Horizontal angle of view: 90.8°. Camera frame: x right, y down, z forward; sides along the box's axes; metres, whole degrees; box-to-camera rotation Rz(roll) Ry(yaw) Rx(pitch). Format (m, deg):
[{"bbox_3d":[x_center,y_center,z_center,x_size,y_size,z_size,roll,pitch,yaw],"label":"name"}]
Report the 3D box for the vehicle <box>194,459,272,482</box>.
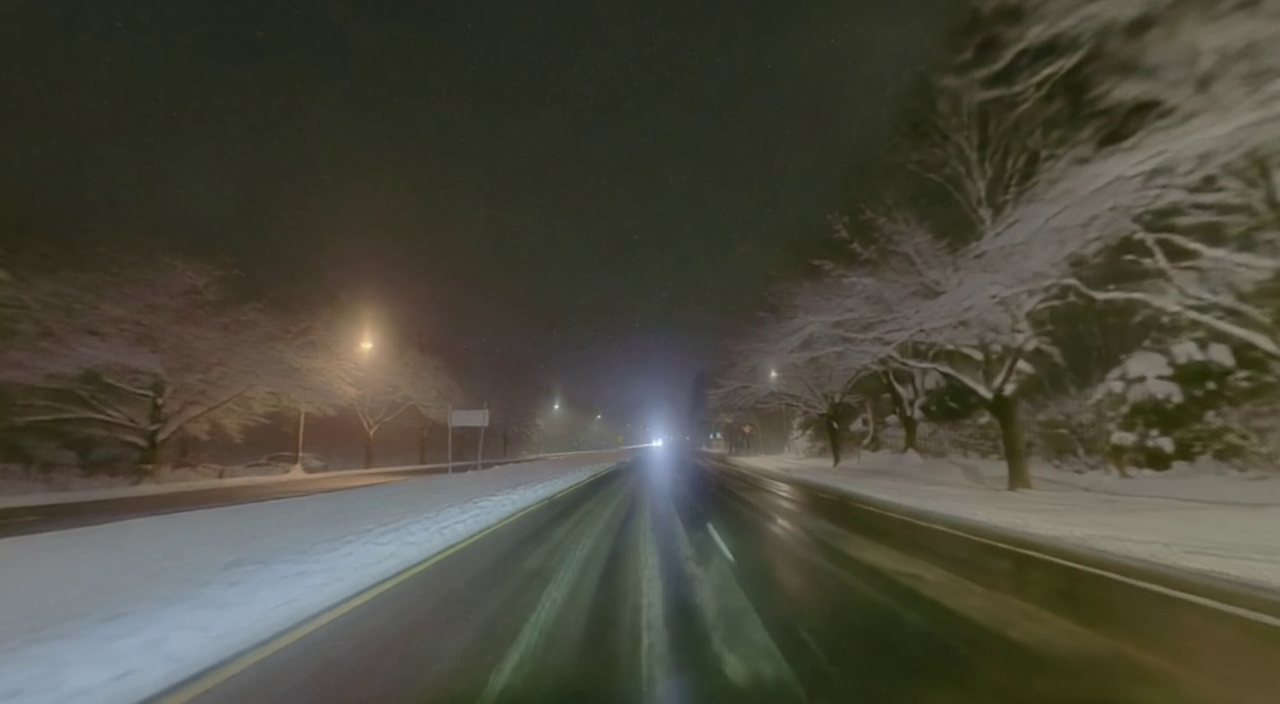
[{"bbox_3d":[-31.134,9.078,48.390,4.606,1.606,2.045,-1,-8,2],"label":"vehicle"}]
